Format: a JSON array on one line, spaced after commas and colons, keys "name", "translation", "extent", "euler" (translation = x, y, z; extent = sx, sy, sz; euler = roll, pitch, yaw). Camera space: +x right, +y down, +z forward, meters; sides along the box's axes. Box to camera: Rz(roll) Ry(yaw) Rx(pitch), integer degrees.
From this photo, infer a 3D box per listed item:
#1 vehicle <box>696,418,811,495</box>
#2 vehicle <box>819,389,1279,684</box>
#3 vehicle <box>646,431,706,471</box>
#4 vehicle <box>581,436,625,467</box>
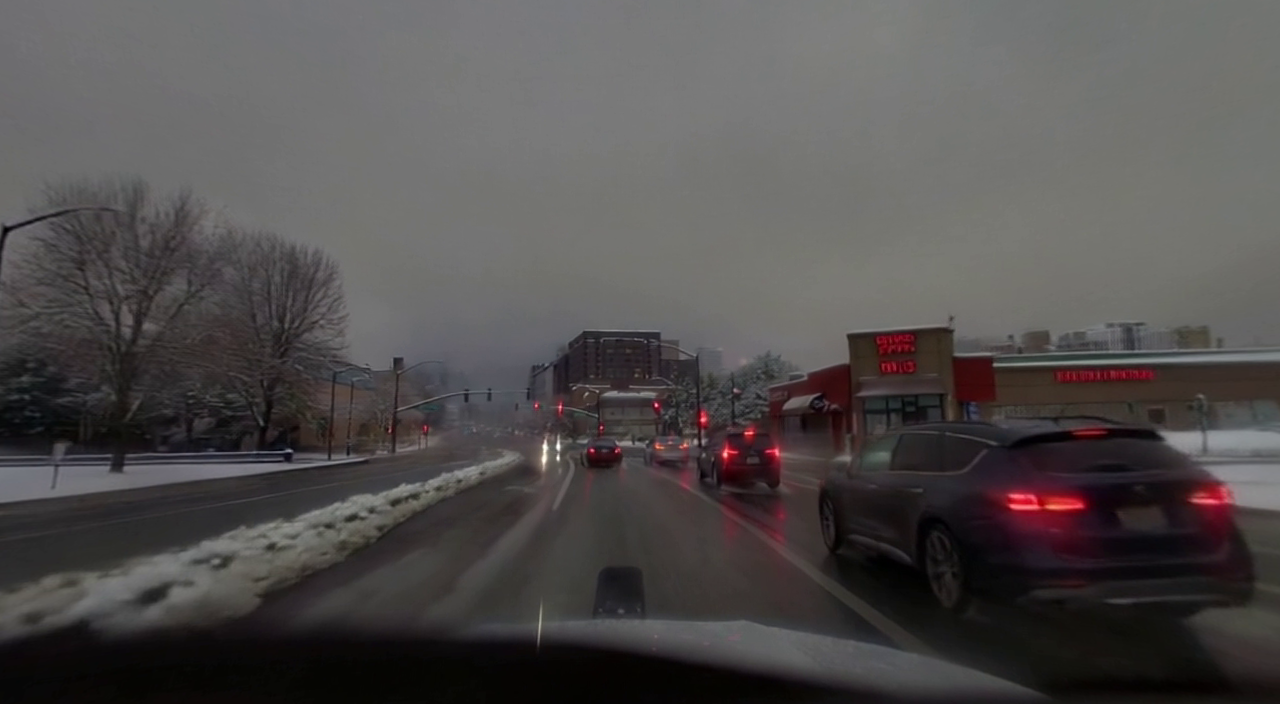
[{"name": "vehicle", "translation": [2.852, 2.761, 16.983], "extent": [2.046, 1.768, 4.370], "euler": [0, -8, -3]}, {"name": "vehicle", "translation": [3.209, 1.280, 5.554], "extent": [1.966, 1.596, 3.980], "euler": [0, -8, -2]}, {"name": "vehicle", "translation": [1.631, 4.714, 30.468], "extent": [2.216, 1.750, 4.520], "euler": [0, -8, -6]}, {"name": "vehicle", "translation": [-1.996, 5.202, 33.049], "extent": [2.068, 1.512, 3.987], "euler": [1, -9, -6]}]
